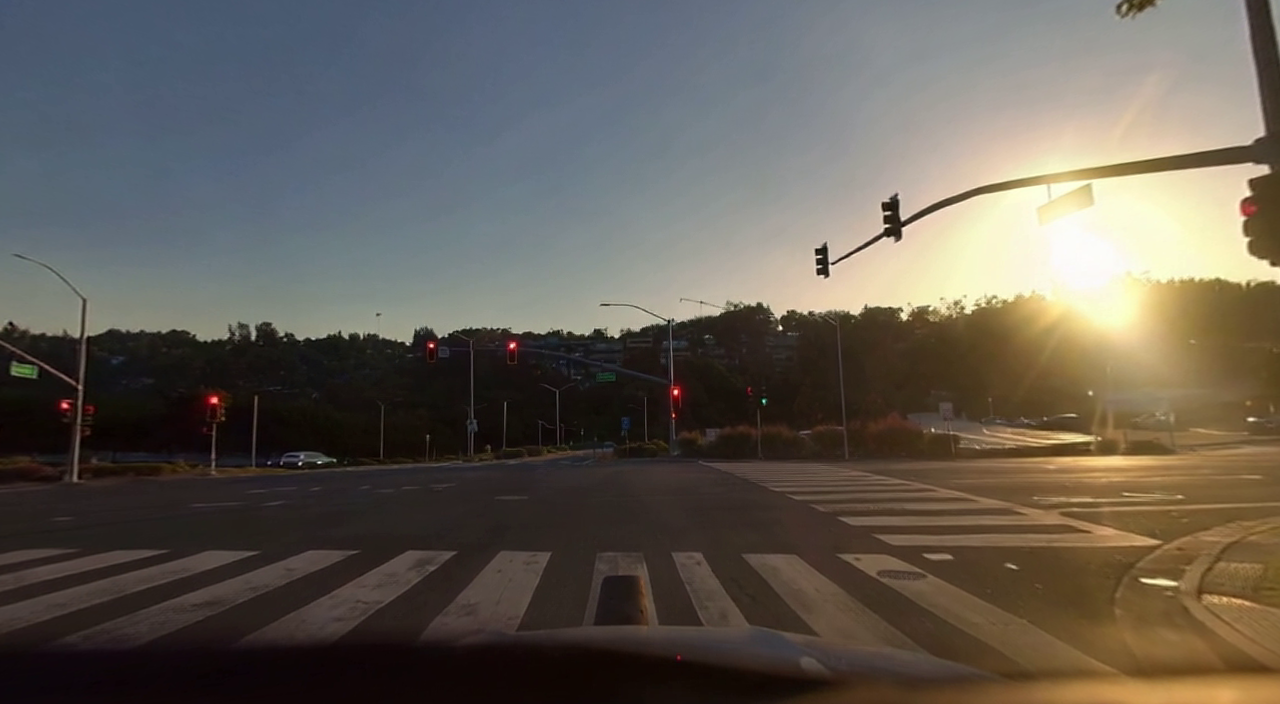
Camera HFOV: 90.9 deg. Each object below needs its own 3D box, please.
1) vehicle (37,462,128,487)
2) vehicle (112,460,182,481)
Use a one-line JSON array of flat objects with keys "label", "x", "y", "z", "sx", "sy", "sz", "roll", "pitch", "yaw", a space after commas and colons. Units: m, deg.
[{"label": "vehicle", "x": -36.154, "y": 7.924, "z": 40.933, "sx": 4.241, "sy": 1.413, "sz": 1.673, "roll": -1, "pitch": -8, "yaw": -2}, {"label": "vehicle", "x": -35.894, "y": 8.614, "z": 45.934, "sx": 3.681, "sy": 1.423, "sz": 1.680, "roll": -1, "pitch": -8, "yaw": -1}]
